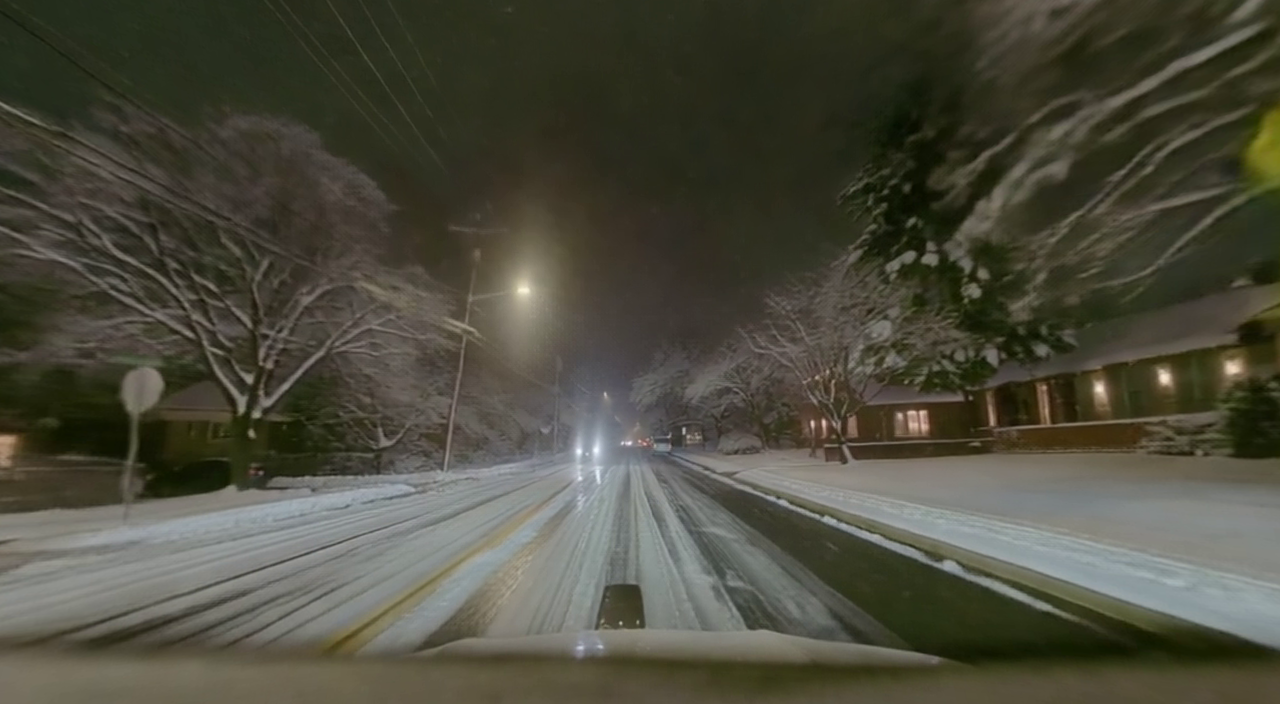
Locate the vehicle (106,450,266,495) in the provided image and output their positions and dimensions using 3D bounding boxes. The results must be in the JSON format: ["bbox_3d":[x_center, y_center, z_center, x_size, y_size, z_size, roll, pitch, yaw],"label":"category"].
[{"bbox_3d":[-18.627,4.941,26.117,4.874,1.675,2.197,0,-9,-1],"label":"vehicle"}]
